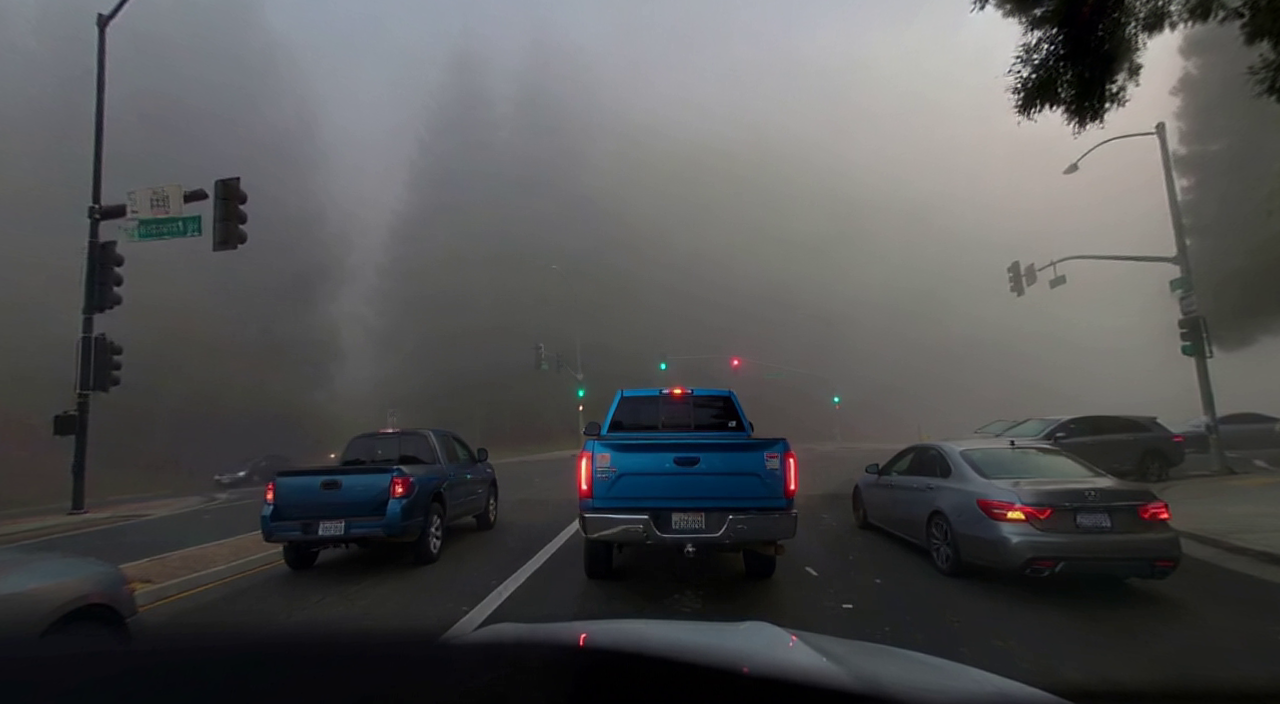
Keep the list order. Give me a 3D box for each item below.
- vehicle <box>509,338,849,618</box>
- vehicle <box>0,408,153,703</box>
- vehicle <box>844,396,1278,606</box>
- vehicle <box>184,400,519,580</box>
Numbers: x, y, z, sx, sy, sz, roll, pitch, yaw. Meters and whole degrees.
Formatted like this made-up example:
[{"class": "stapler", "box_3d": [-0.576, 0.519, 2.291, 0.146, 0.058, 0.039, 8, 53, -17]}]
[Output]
[{"class": "vehicle", "box_3d": [0.326, 1.274, 7.156, 2.505, 2.084, 4.768, 0, -8, 1]}, {"class": "vehicle", "box_3d": [-3.387, 0.708, 0.655, 1.998, 1.481, 4.656, 0, -8, 1]}, {"class": "vehicle", "box_3d": [4.050, 1.500, 7.190, 1.984, 1.659, 4.226, 0, -8, 0]}, {"class": "vehicle", "box_3d": [-3.291, 1.691, 8.580, 2.125, 1.739, 4.707, 0, -8, 3]}]
